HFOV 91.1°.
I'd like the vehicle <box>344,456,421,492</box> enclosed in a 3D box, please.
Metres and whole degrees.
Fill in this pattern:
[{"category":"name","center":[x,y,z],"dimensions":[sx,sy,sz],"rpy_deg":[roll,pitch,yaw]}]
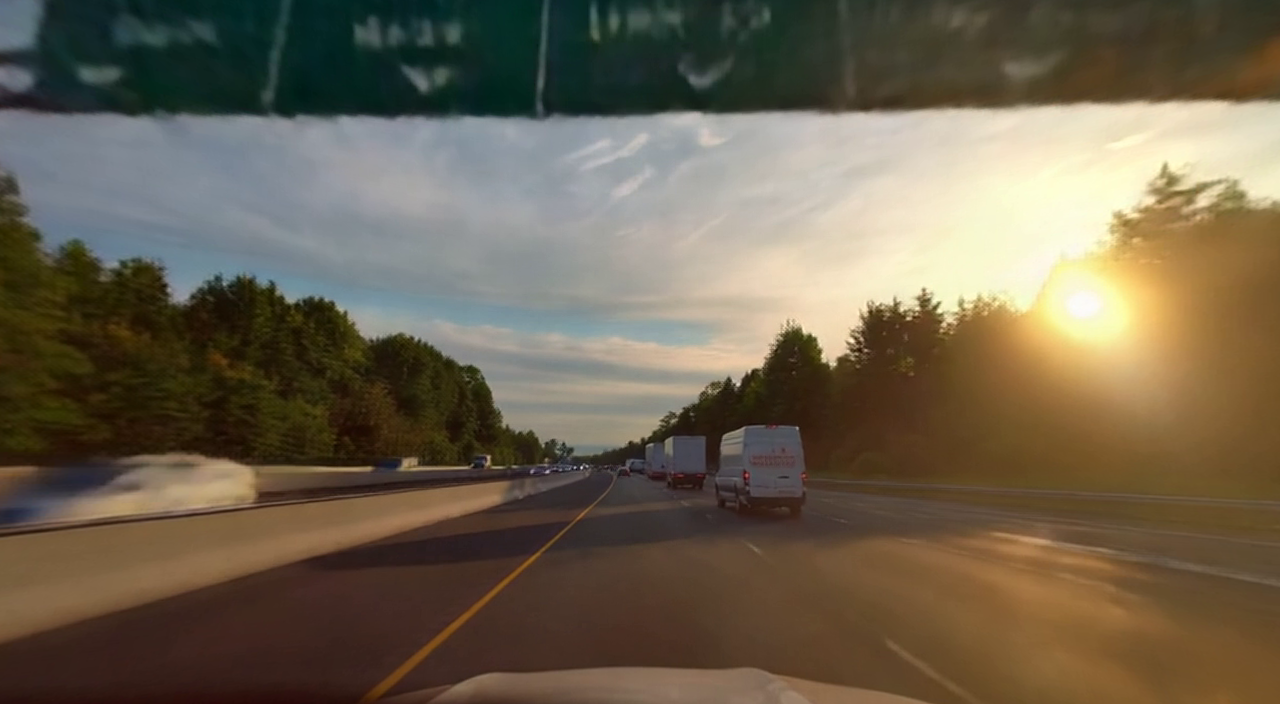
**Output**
[{"category":"vehicle","center":[-13.619,6.495,33.579],"dimensions":[2.017,1.710,4.881],"rpy_deg":[1,-10,0]}]

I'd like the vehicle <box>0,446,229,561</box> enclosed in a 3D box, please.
[{"category":"vehicle","center":[-9.426,2.399,10.504],"dimensions":[1.912,1.497,4.625],"rpy_deg":[1,-10,0]}]

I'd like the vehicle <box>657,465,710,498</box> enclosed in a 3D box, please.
[{"category":"vehicle","center":[2.076,6.427,31.386],"dimensions":[2.081,1.453,4.300],"rpy_deg":[1,-10,-3]}]

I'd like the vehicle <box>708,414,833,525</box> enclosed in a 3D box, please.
[{"category":"vehicle","center":[3.454,3.341,17.969],"dimensions":[2.291,2.639,5.280],"rpy_deg":[1,-10,-2]}]
